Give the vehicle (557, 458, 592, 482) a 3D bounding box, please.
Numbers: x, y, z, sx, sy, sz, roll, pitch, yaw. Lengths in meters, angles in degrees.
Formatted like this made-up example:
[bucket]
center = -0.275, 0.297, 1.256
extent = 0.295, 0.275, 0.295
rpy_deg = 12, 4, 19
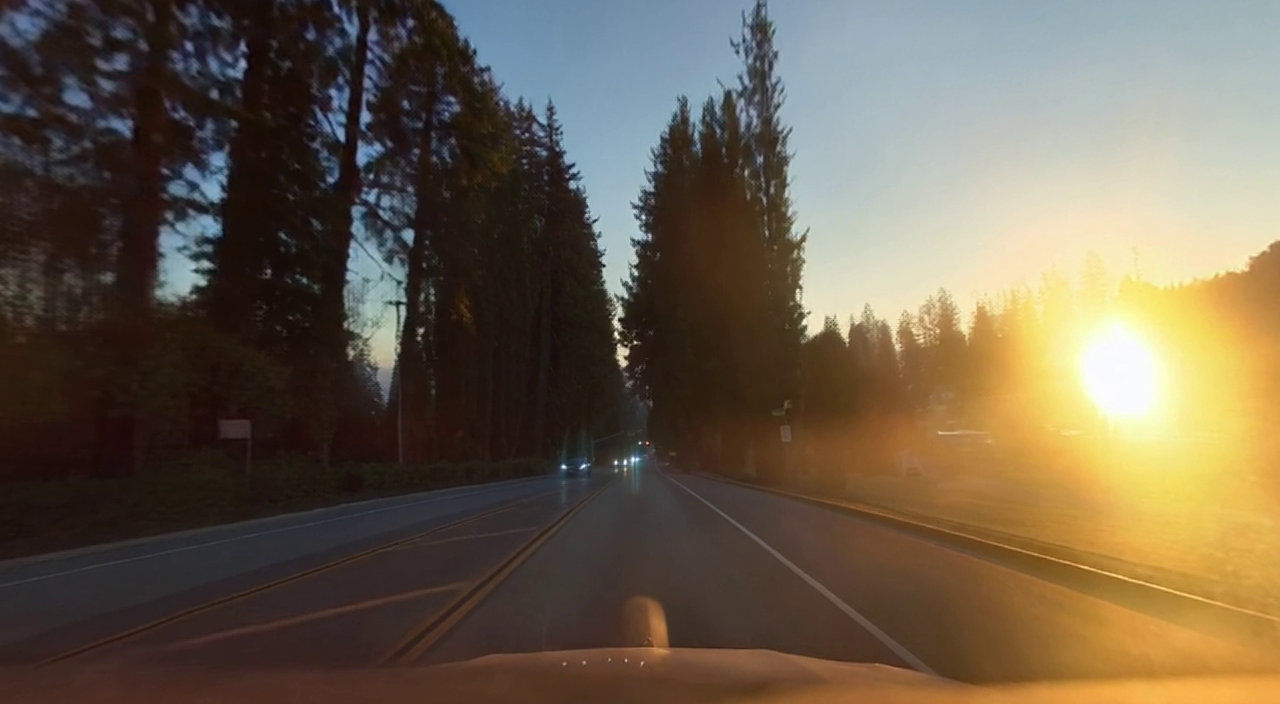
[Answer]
[vehicle]
center = -4.748, 8.595, 46.195
extent = 2.000, 1.546, 4.342
rpy_deg = 0, -8, 1
